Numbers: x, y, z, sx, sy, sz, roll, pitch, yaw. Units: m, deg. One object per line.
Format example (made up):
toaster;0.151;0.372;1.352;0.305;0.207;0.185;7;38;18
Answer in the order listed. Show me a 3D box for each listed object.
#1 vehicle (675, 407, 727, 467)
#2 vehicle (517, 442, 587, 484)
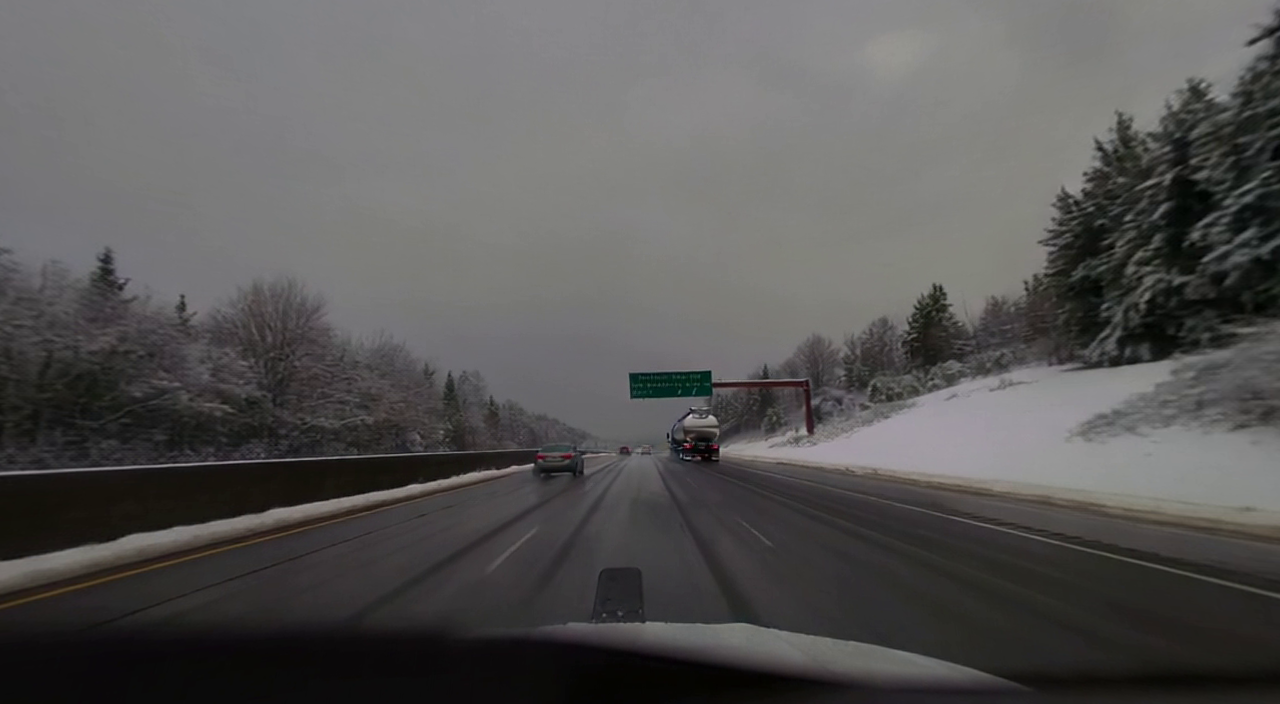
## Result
vehicle;4.058;6.056;44.356;2.759;3.734;9.708;0;-9;0
vehicle;-3.322;4.300;24.748;1.986;1.458;4.506;0;-9;1
